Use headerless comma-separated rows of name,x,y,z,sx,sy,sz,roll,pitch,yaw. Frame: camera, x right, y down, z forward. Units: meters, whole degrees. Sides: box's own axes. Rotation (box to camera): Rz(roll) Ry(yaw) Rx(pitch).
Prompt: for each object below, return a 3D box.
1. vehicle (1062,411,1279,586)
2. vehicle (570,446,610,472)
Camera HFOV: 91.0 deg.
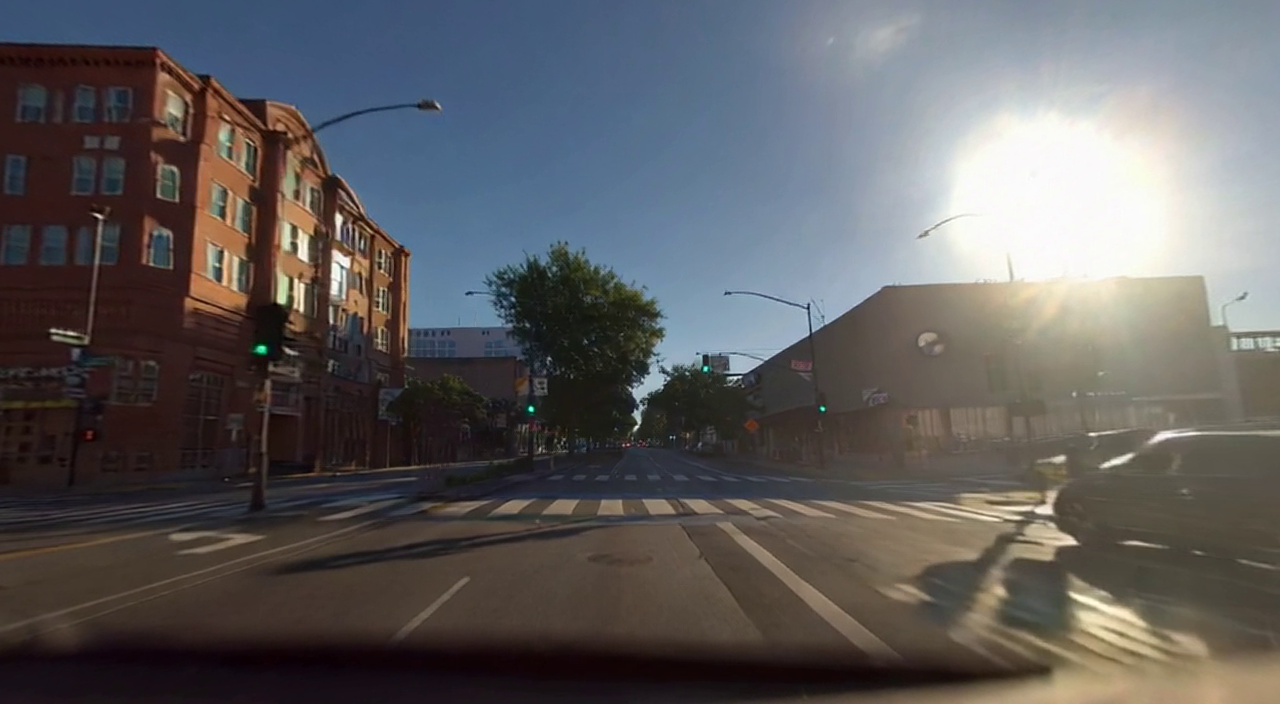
vehicle,7.215,1.549,6.912,1.950,1.686,4.509,0,-9,-1
vehicle,-2.943,6.463,38.208,2.078,1.471,4.217,0,-8,0
